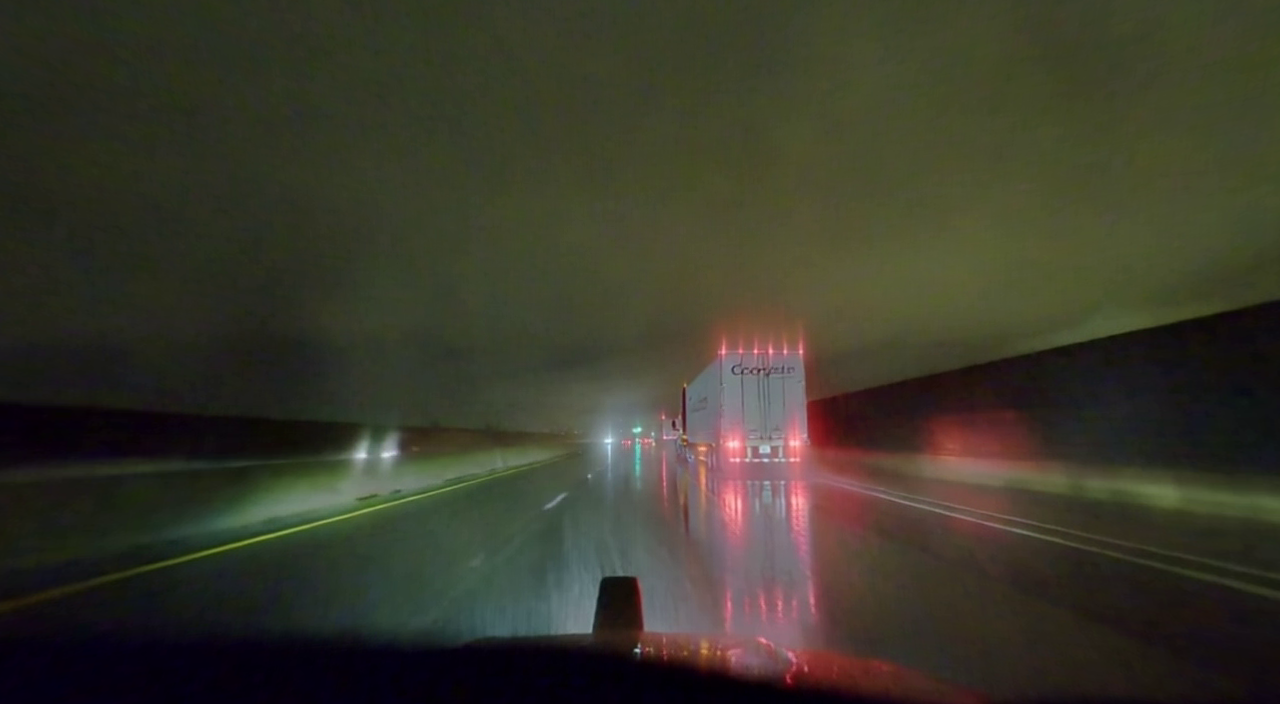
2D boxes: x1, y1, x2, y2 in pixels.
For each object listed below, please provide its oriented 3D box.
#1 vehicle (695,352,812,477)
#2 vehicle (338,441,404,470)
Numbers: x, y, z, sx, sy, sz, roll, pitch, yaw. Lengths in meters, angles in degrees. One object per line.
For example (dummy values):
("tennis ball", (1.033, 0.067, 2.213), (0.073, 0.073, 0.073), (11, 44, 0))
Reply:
("vehicle", (3.974, 2.595, 24.384), (2.840, 3.947, 8.920), (0, -8, 0))
("vehicle", (-14.677, 5.654, 34.512), (1.816, 1.468, 4.357), (0, -8, -1))
